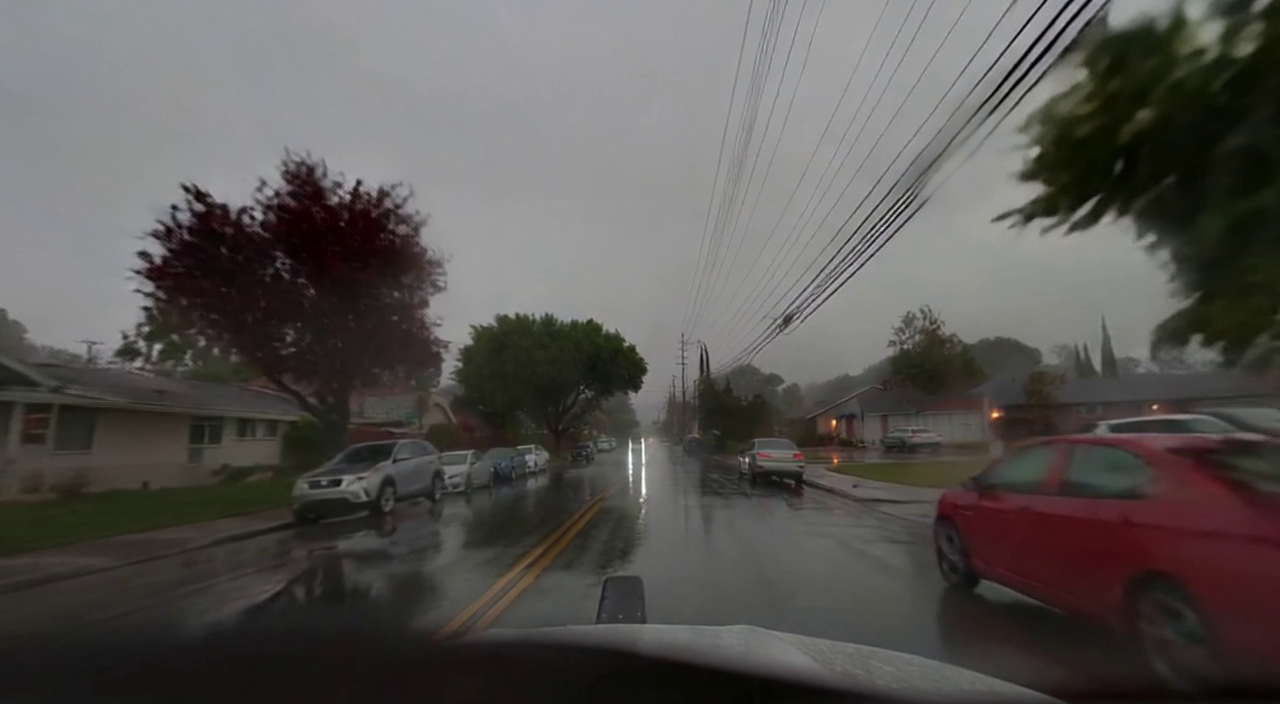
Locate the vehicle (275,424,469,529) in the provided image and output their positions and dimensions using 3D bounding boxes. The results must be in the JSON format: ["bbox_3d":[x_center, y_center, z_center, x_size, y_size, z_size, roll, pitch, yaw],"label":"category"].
[{"bbox_3d":[-5.820,2.758,14.635,2.192,1.873,4.985,-3,-9,2],"label":"vehicle"}]

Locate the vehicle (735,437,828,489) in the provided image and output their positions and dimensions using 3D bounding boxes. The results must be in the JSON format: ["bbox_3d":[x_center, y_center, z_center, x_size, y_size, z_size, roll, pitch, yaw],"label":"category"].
[{"bbox_3d":[4.504,3.616,20.995,2.108,1.493,4.878,0,-9,2],"label":"vehicle"}]

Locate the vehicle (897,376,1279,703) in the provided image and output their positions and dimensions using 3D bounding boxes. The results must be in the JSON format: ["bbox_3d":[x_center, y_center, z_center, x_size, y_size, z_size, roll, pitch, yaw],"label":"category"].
[{"bbox_3d":[3.626,1.160,4.259,1.940,1.593,4.641,0,-9,2],"label":"vehicle"}]
